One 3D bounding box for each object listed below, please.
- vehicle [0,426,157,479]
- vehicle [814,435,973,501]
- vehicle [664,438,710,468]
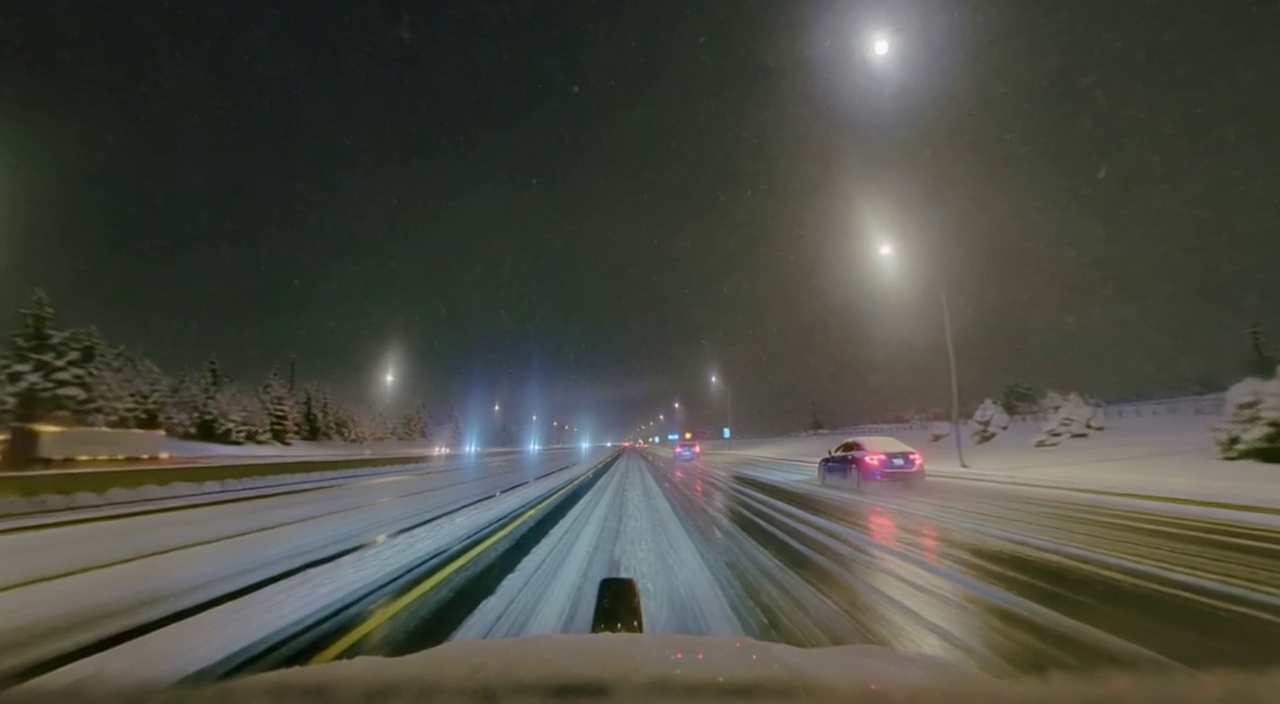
[{"bbox_3d":[-44.014,7.633,48.478,3.302,3.459,13.357,0,-8,0],"label":"vehicle"},{"bbox_3d":[6.618,3.065,17.302,2.227,1.522,5.041,0,-8,-1],"label":"vehicle"},{"bbox_3d":[2.655,5.848,36.647,2.270,1.615,3.770,0,-8,-1],"label":"vehicle"}]
